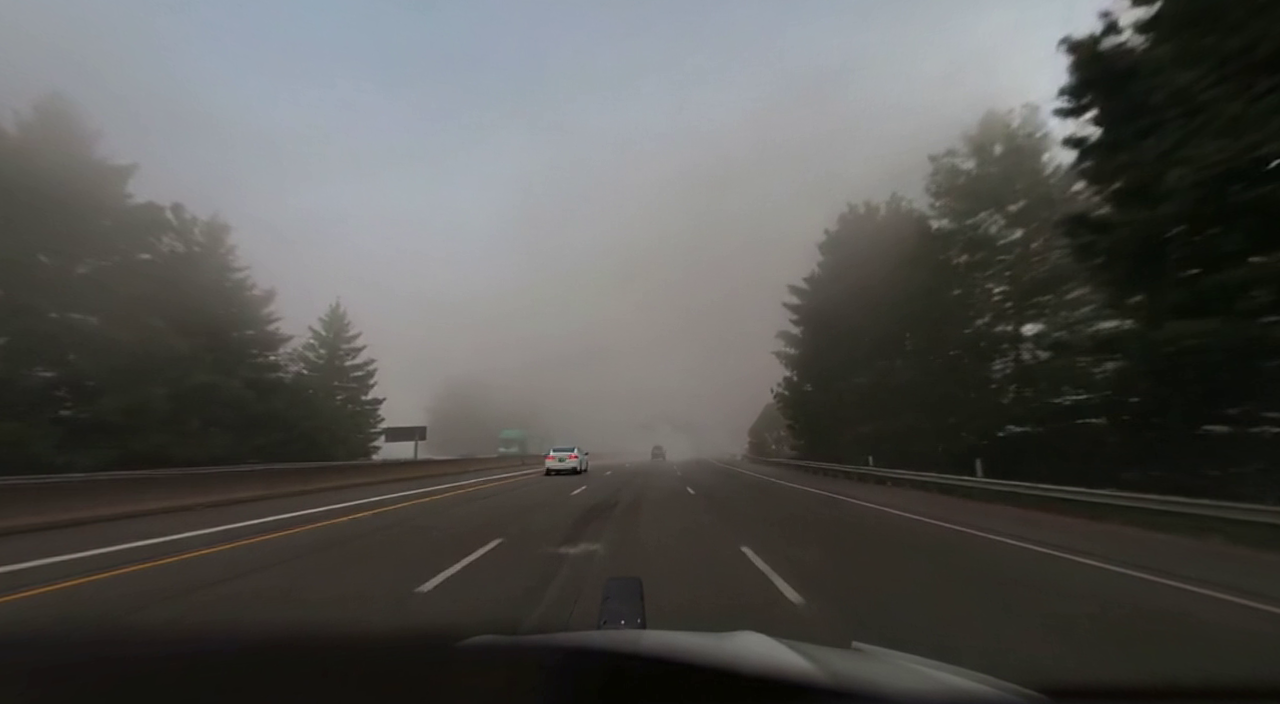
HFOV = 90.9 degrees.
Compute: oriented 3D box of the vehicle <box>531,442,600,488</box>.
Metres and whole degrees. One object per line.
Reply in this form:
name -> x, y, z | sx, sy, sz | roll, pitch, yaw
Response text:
vehicle -> -2.708, 4.245, 23.920 | 1.959, 1.571, 4.313 | -1, -9, 2
